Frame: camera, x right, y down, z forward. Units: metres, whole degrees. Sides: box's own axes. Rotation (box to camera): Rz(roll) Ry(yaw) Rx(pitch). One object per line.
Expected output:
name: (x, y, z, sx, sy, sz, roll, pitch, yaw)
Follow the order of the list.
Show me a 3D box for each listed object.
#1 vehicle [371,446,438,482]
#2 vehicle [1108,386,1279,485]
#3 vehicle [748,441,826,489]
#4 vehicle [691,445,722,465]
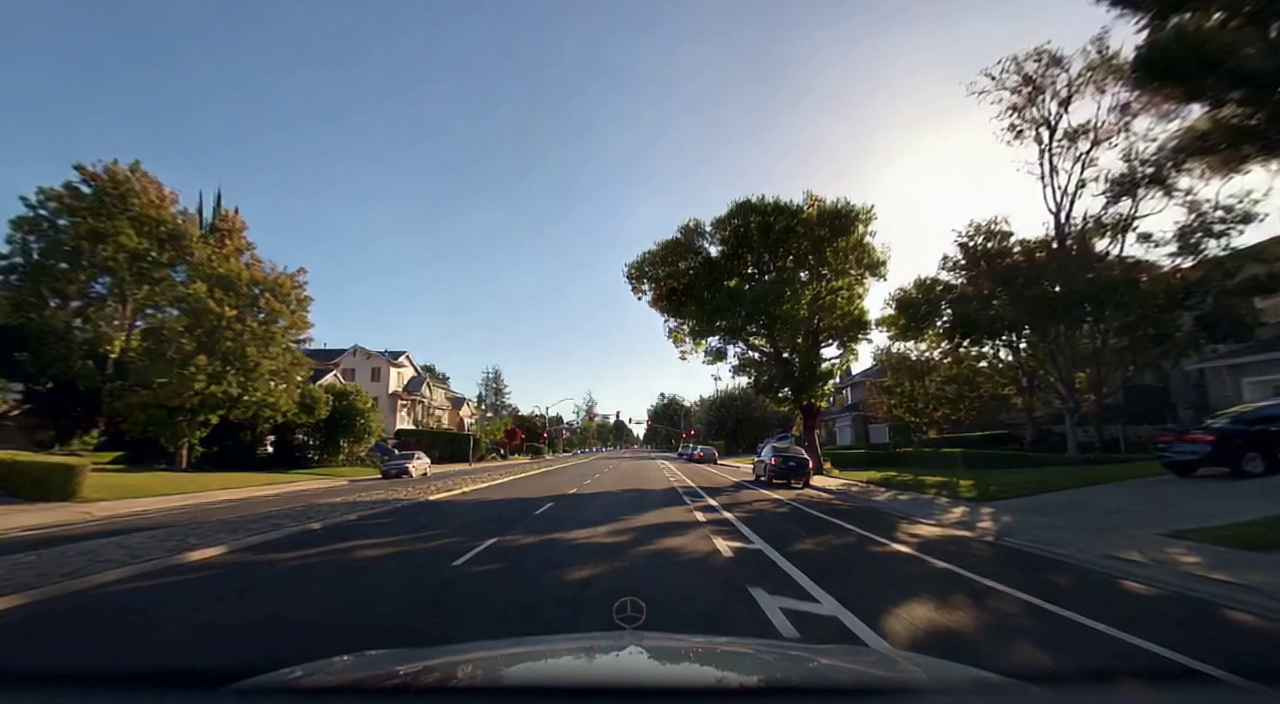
vehicle: (-12.006, 5.710, 32.473, 2.000, 1.523, 4.226, -1, -6, -2)
vehicle: (13.288, 1.634, 13.253, 4.712, 1.775, 2.502, -5, -8, 4)
vehicle: (5.074, 3.929, 22.249, 1.803, 1.517, 3.738, 0, -8, -1)
vehicle: (5.167, 8.048, 49.511, 1.881, 1.435, 4.525, 0, -8, -1)
